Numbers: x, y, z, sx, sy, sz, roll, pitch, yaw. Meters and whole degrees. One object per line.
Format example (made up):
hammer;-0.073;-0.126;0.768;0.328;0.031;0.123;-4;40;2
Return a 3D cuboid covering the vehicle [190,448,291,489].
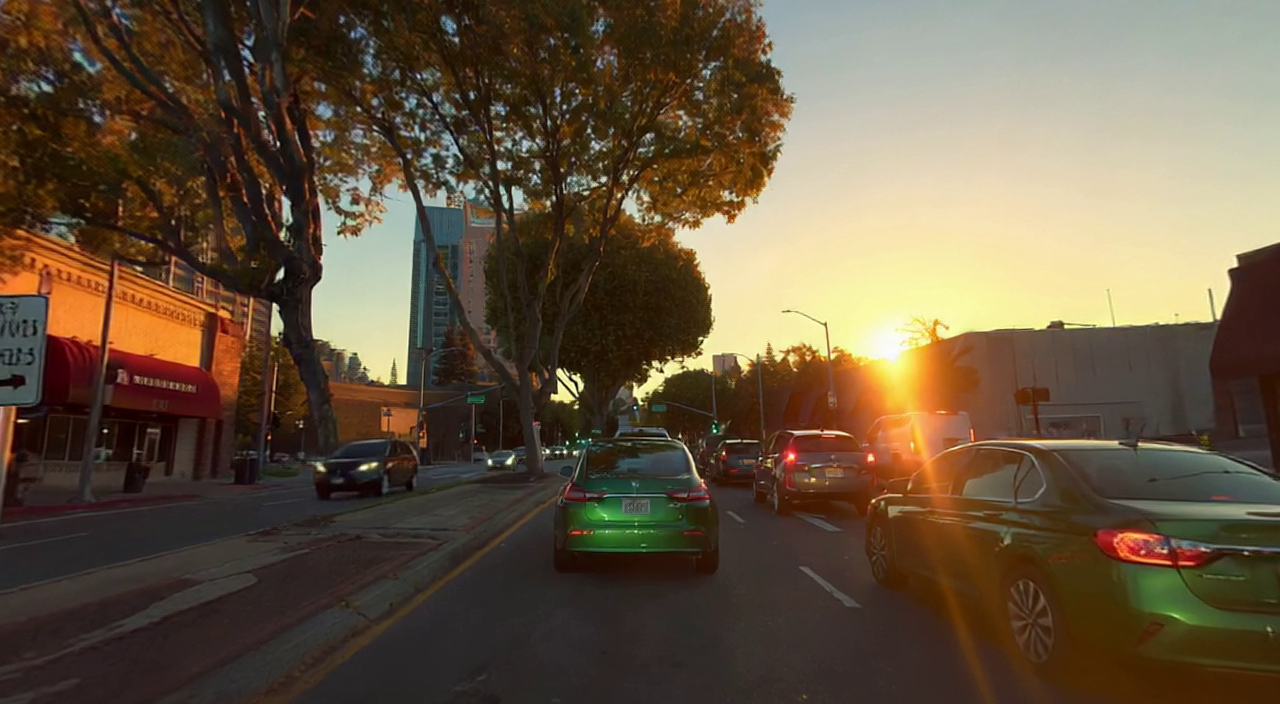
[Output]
vehicle;-18.663;5.395;29.510;4.329;1.773;2.072;-5;-10;30

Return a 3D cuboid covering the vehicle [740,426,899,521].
vehicle;3.537;2.483;13.424;2.025;1.660;4.263;0;-9;-1

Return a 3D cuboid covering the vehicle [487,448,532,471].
vehicle;-8.392;6.940;40.987;1.850;1.417;4.321;-1;-9;1

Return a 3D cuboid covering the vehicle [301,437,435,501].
vehicle;-8.085;3.487;19.302;2.079;1.695;4.374;0;-9;1

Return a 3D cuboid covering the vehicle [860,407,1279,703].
vehicle;3.312;1.259;4.485;1.988;1.480;4.195;0;-9;0

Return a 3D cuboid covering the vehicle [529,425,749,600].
vehicle;-0.023;1.660;7.294;1.887;1.487;3.535;0;-9;0
